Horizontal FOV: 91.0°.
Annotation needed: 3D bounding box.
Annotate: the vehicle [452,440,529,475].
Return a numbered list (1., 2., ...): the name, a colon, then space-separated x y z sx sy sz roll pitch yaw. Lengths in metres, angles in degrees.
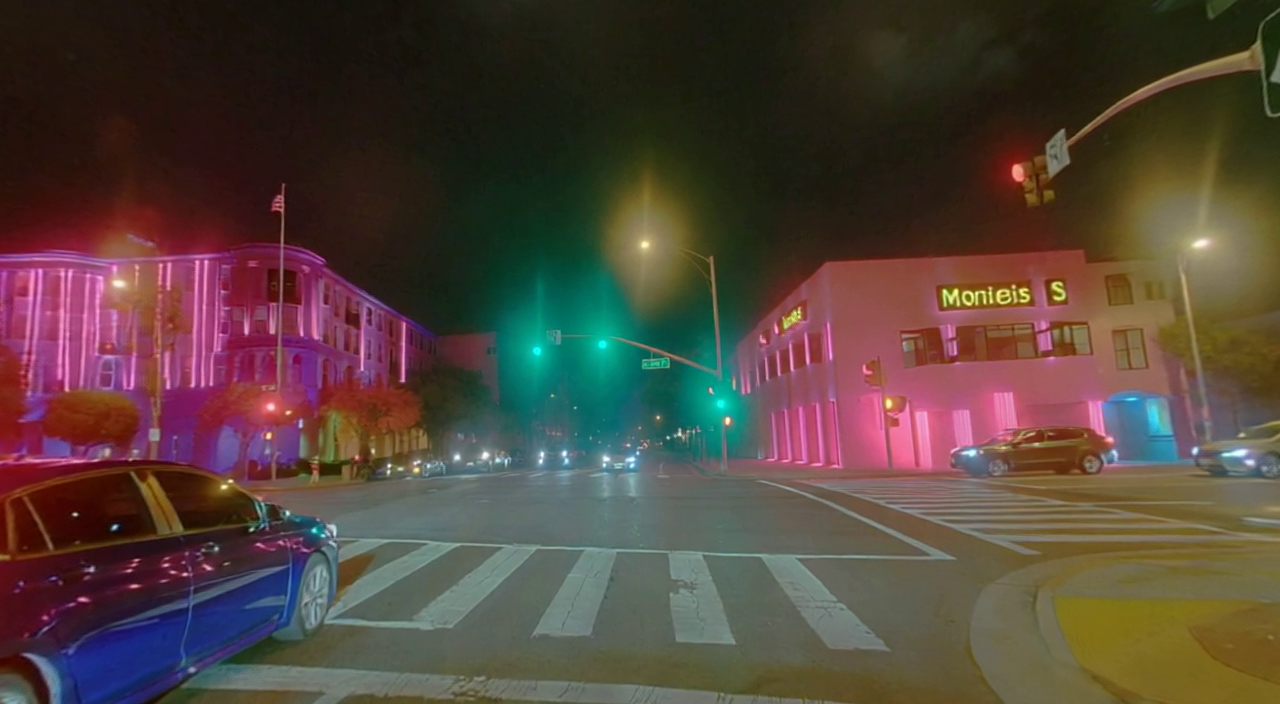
1. vehicle: -8.405 5.973 36.045 2.152 1.825 5.406 -2 -9 12

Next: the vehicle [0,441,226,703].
1. vehicle: -3.744 0.967 2.142 1.759 1.325 4.295 0 -9 0

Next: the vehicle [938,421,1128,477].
1. vehicle: 11.552 2.891 18.802 4.355 1.546 1.820 -1 -9 6

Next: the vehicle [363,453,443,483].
1. vehicle: -12.616 6.167 33.855 1.976 1.425 4.567 -1 -9 9

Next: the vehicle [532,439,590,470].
1. vehicle: -4.524 5.977 36.870 1.928 1.647 4.575 -2 -9 13
